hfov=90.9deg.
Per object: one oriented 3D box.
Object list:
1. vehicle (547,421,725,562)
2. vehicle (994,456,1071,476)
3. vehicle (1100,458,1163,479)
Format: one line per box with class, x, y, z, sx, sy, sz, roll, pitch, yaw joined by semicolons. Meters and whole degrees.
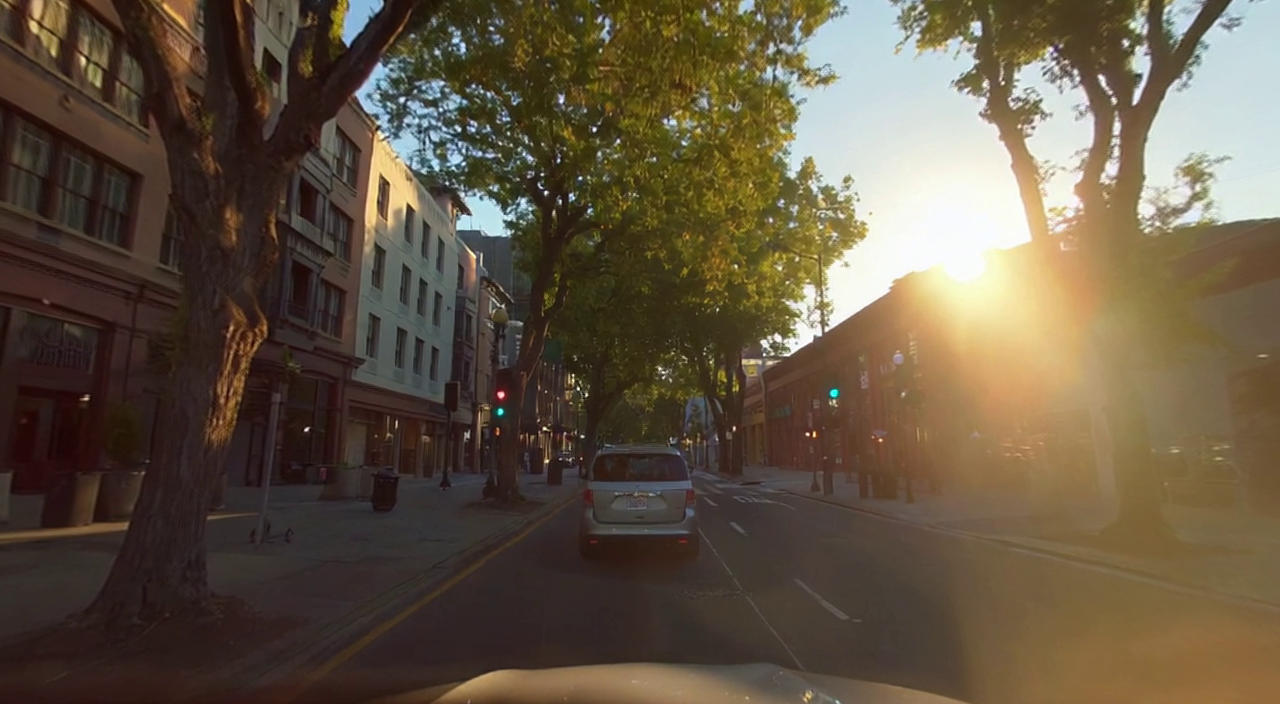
vehicle;-0.084;1.925;9.394;2.079;1.621;3.861;0;-8;-1
vehicle;29.813;8.648;47.900;4.668;1.441;1.904;1;-9;-6
vehicle;37.217;8.836;47.804;3.445;1.363;1.608;2;-8;-1
